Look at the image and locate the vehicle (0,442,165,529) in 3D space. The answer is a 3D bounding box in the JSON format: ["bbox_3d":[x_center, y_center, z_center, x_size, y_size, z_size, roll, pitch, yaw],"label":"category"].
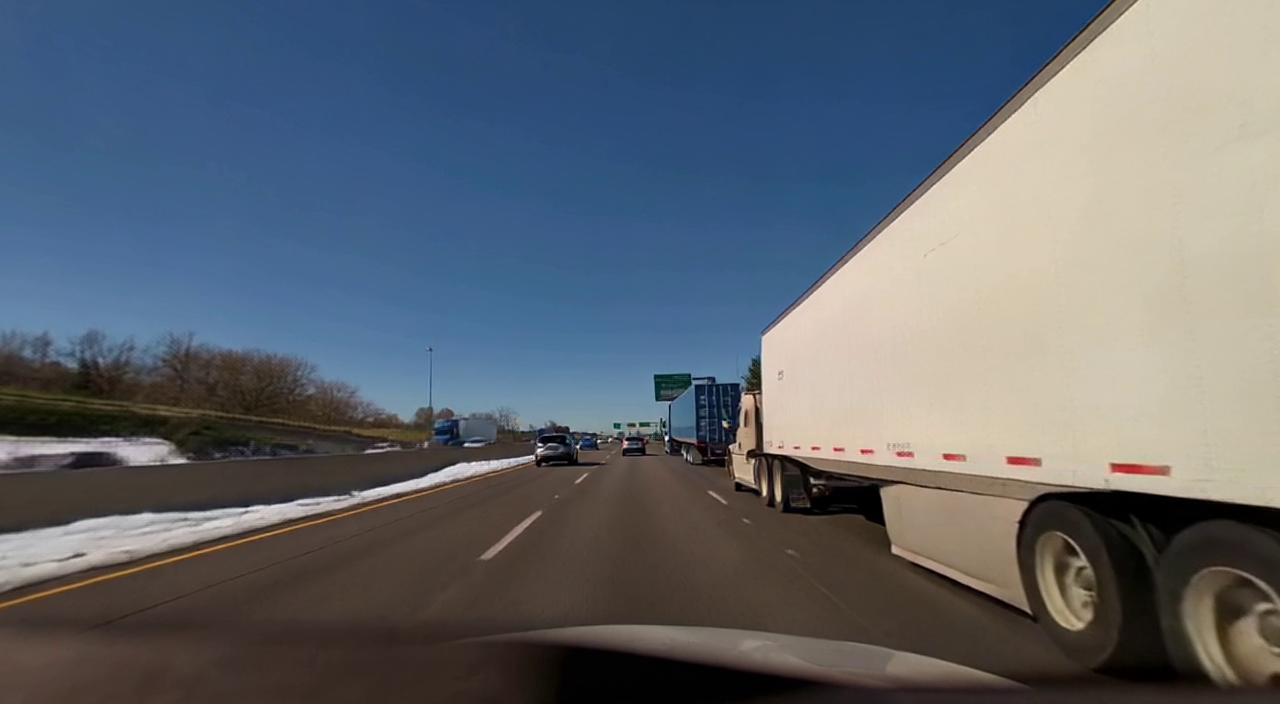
[{"bbox_3d":[-12.485,2.616,12.829,1.954,1.527,4.652,0,-8,-1],"label":"vehicle"}]

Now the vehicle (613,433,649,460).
[{"bbox_3d":[-0.576,5.853,39.041,2.088,1.567,4.240,0,-8,-1],"label":"vehicle"}]

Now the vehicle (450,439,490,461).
[{"bbox_3d":[-12.498,7.192,46.410,1.871,1.495,3.907,0,-8,0],"label":"vehicle"}]

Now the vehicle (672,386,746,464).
[{"bbox_3d":[3.619,4.154,35.084,2.883,3.836,7.894,0,-8,-2],"label":"vehicle"}]

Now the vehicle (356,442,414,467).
[{"bbox_3d":[-16.239,6.528,40.254,1.863,1.501,4.305,0,-8,0],"label":"vehicle"}]

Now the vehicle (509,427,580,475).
[{"bbox_3d":[-3.558,3.770,24.306,2.054,1.671,4.445,0,-8,0],"label":"vehicle"}]
